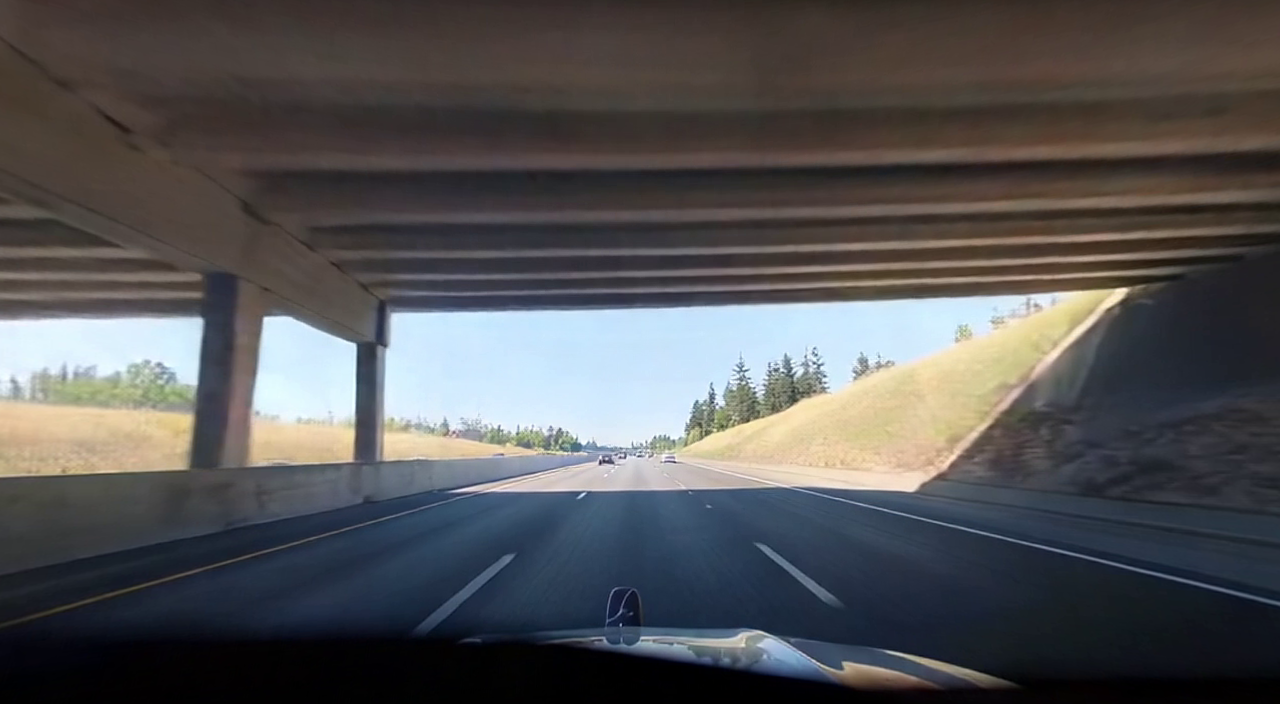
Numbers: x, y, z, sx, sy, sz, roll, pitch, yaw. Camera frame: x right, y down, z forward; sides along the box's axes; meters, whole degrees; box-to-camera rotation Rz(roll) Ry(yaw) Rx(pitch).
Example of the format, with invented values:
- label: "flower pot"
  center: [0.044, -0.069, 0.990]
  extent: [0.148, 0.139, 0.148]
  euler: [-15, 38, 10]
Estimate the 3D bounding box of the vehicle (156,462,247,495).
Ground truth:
- label: "vehicle"
  center: [-22.285, 6.409, 32.252]
  extent: [1.769, 1.453, 3.954]
  euler: [0, -9, 1]
